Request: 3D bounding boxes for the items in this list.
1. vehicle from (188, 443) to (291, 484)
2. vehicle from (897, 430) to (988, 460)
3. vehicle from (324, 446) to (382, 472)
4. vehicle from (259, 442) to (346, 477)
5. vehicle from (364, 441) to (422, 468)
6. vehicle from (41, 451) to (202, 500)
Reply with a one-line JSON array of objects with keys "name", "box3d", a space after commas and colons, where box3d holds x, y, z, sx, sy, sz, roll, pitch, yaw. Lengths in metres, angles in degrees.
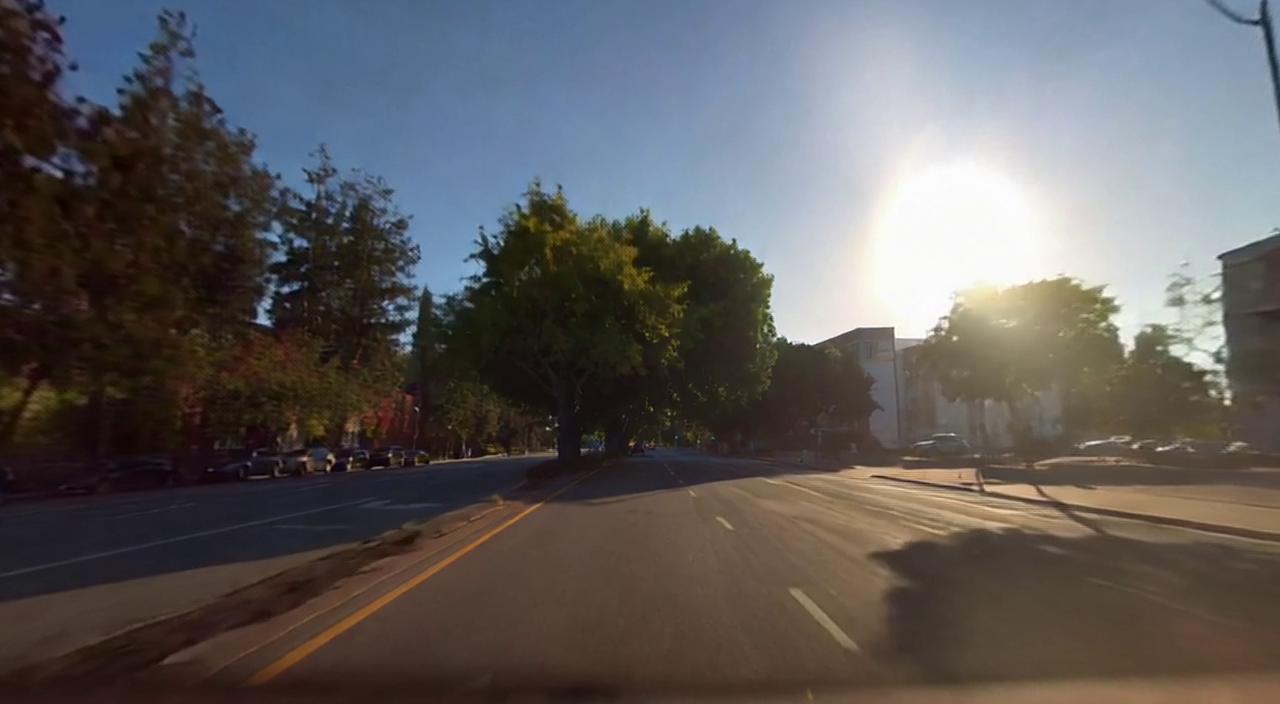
[{"name": "vehicle", "box3d": [-18.015, 4.999, 28.644, 1.952, 1.649, 4.414, 0, -8, -3]}, {"name": "vehicle", "box3d": [22.213, 6.838, 46.400, 5.532, 2.065, 2.166, -1, -8, 0]}, {"name": "vehicle", "box3d": [-18.178, 6.776, 40.102, 1.736, 1.489, 4.347, 0, -8, -2]}, {"name": "vehicle", "box3d": [-18.153, 5.751, 34.215, 2.115, 1.716, 4.900, 0, -8, -2]}, {"name": "vehicle", "box3d": [-17.826, 7.391, 45.750, 1.941, 1.848, 5.279, 0, -8, 1]}, {"name": "vehicle", "box3d": [-18.044, 4.271, 22.272, 1.839, 1.456, 4.507, 0, -8, 0]}]
